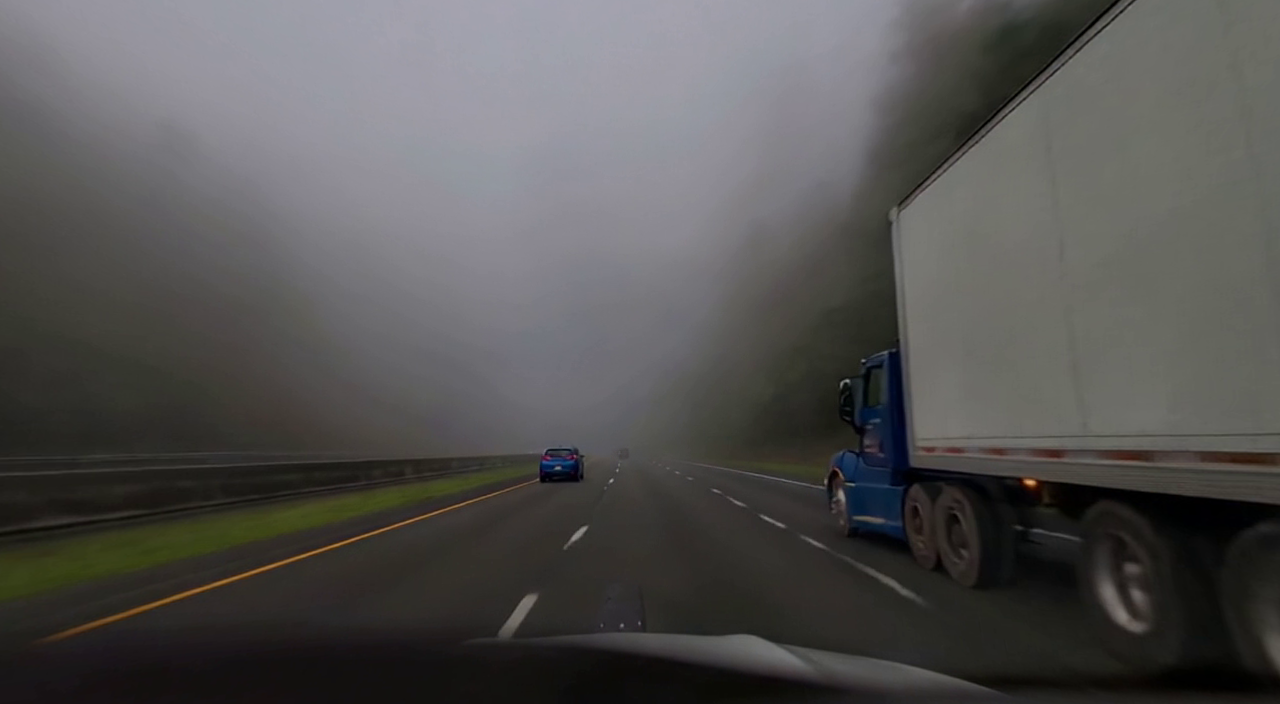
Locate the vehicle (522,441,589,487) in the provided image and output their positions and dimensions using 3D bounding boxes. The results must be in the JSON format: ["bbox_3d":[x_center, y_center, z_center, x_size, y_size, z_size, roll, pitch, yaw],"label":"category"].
[{"bbox_3d":[-3.267,4.425,25.154,2.115,1.670,4.261,0,-9,0],"label":"vehicle"}]
